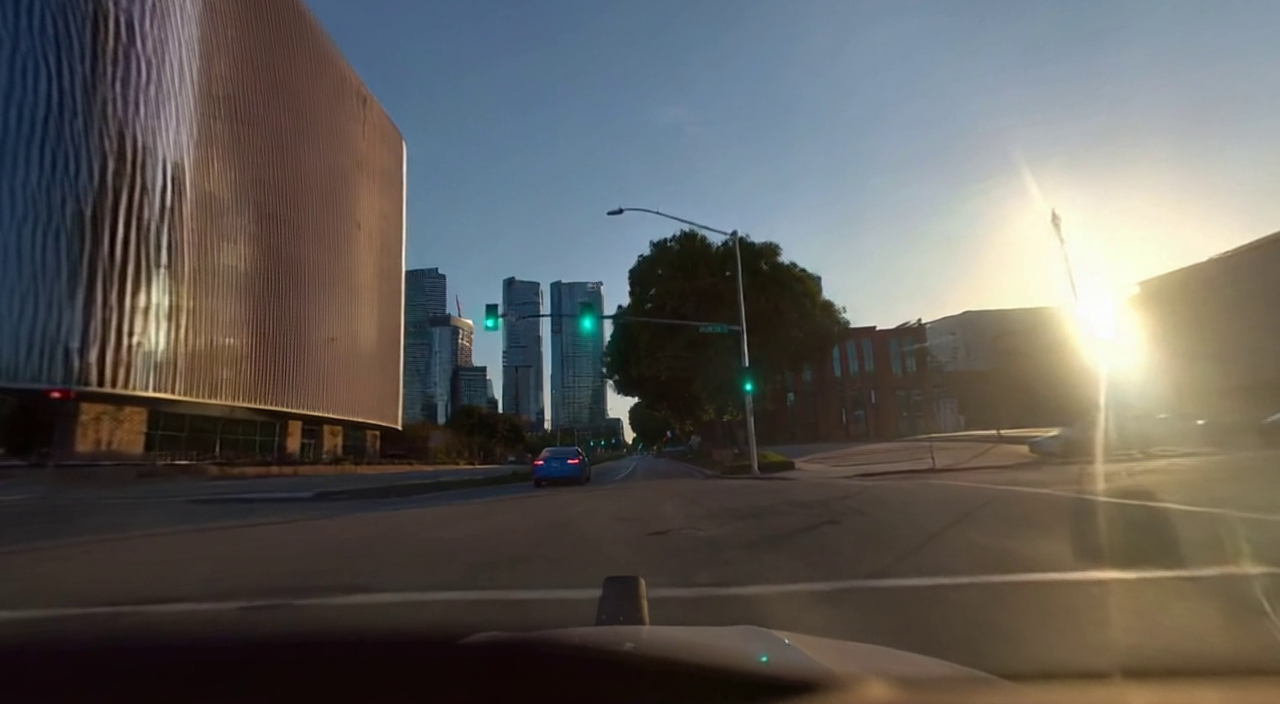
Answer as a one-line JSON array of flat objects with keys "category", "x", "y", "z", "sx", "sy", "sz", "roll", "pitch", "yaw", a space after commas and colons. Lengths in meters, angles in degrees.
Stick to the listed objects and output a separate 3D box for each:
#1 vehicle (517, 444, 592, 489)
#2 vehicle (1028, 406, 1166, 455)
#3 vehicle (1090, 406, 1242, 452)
[{"category": "vehicle", "x": -3.004, "y": 4.132, "z": 23.107, "sx": 1.971, "sy": 1.486, "sz": 4.380, "roll": -1, "pitch": -9, "yaw": 3}, {"category": "vehicle", "x": 16.699, "y": 2.958, "z": 23.327, "sx": 1.851, "sy": 1.594, "sz": 4.324, "roll": 0, "pitch": -9, "yaw": 0}, {"category": "vehicle", "x": 19.291, "y": 2.907, "z": 23.385, "sx": 2.004, "sy": 1.530, "sz": 4.158, "roll": 0, "pitch": -9, "yaw": 0}]
